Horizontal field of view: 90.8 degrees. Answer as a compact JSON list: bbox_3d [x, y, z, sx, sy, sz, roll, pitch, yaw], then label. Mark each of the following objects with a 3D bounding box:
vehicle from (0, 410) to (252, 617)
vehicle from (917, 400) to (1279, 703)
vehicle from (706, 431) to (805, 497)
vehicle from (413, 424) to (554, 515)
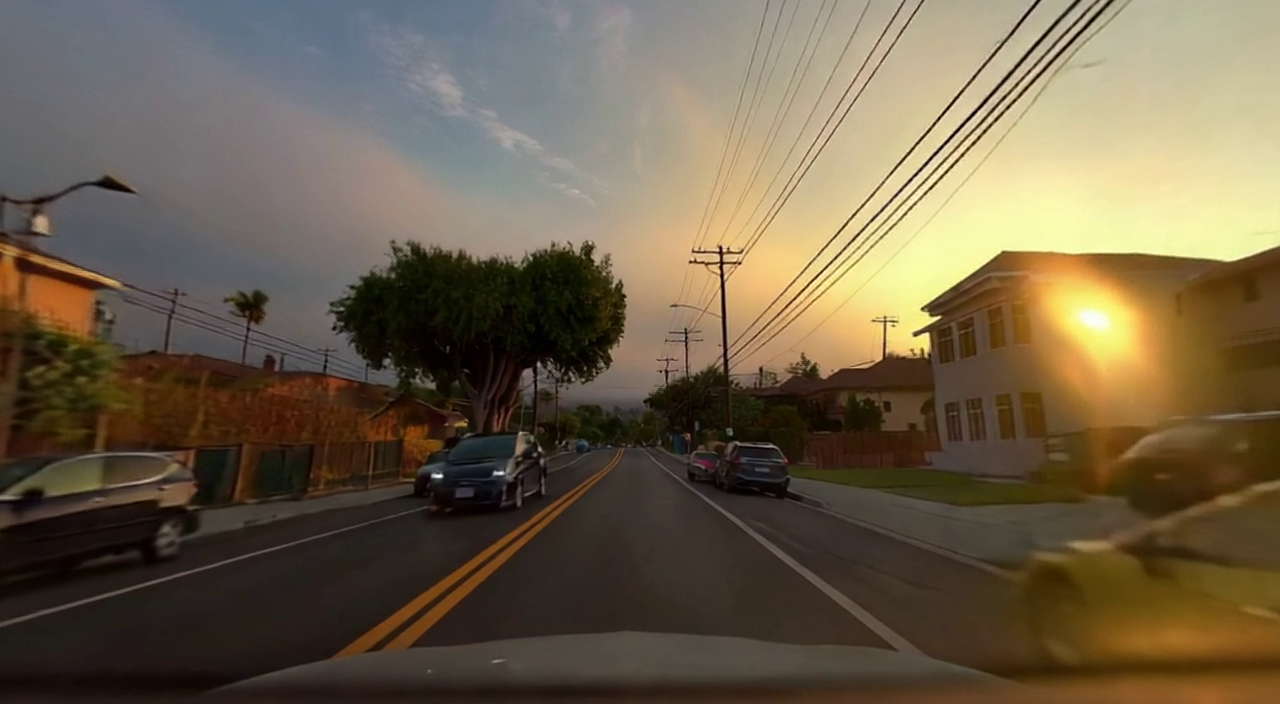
[{"bbox_3d":[-6.678,1.619,6.826,2.014,1.817,4.639,-1,-8,0],"label":"vehicle"},{"bbox_3d":[3.227,0.940,2.318,2.129,1.490,4.937,0,-9,-1],"label":"vehicle"},{"bbox_3d":[3.389,3.415,19.551,2.031,1.762,4.749,0,-9,-2],"label":"vehicle"},{"bbox_3d":[-3.529,2.776,15.384,2.210,1.838,4.854,0,-9,0],"label":"vehicle"}]
